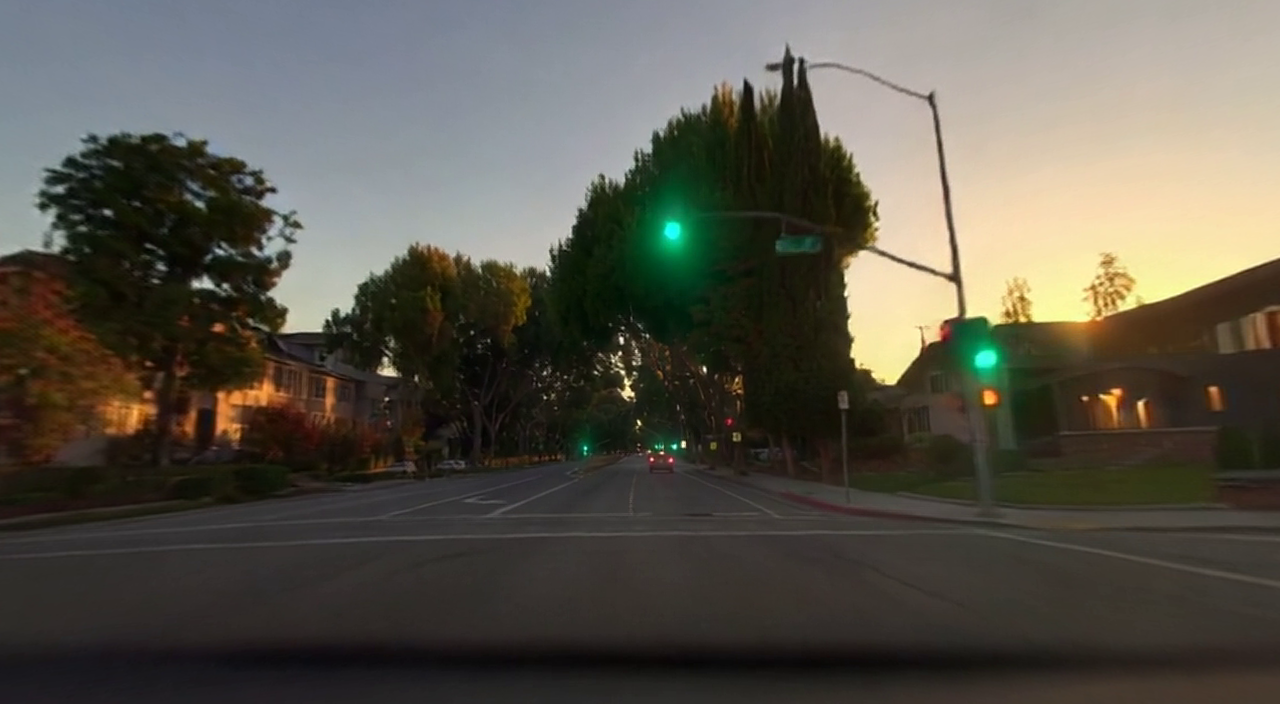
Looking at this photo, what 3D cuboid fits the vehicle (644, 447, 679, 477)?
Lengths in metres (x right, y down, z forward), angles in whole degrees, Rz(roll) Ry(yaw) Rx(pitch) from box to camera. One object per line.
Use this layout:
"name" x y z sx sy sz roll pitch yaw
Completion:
"vehicle" 1.351 7.152 41.368 2.215 1.799 4.426 0 -9 0
